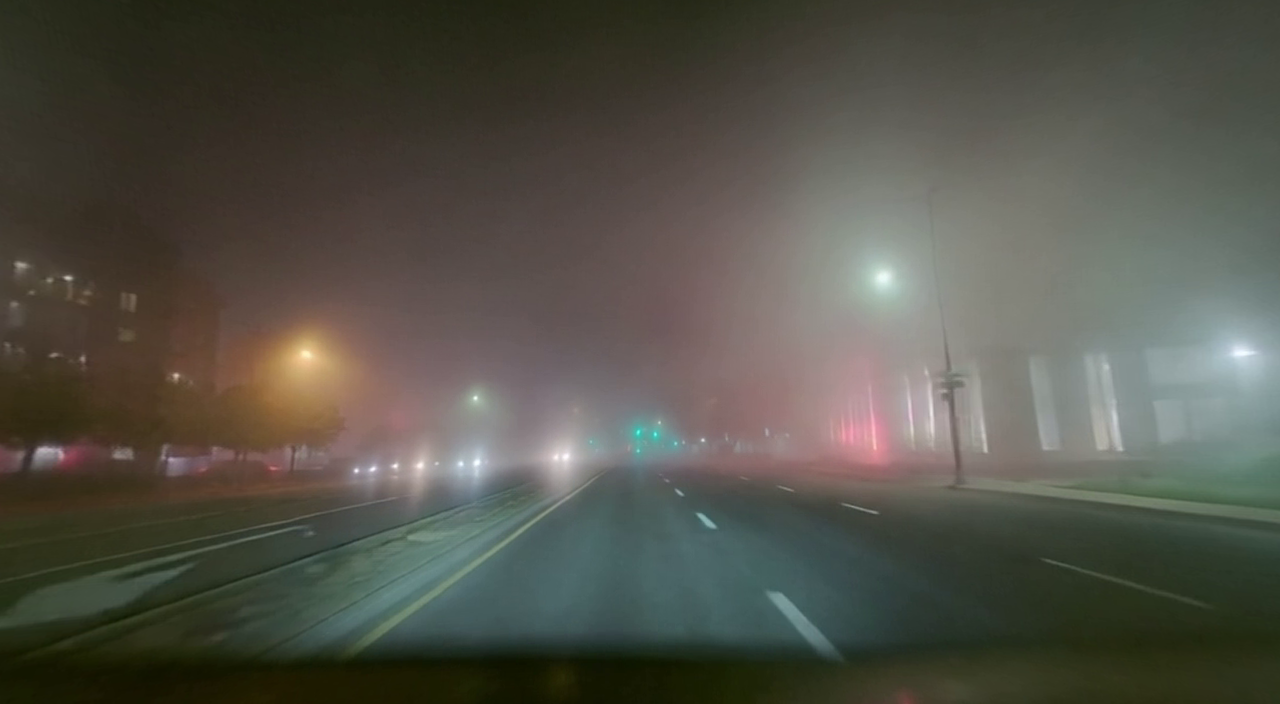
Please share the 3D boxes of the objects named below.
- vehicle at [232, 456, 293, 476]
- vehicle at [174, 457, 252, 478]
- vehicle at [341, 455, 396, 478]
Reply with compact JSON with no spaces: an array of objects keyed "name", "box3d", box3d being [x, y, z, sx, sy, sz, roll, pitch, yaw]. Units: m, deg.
[{"name":"vehicle","box3d":[-29.526,8.934,49.454,3.637,1.430,1.636,-1,-9,-2]},{"name":"vehicle","box3d":[-30.233,8.185,44.803,4.126,1.455,1.791,0,-9,-2]},{"name":"vehicle","box3d":[-19.786,8.340,46.242,1.856,1.479,4.554,0,-9,1]}]
